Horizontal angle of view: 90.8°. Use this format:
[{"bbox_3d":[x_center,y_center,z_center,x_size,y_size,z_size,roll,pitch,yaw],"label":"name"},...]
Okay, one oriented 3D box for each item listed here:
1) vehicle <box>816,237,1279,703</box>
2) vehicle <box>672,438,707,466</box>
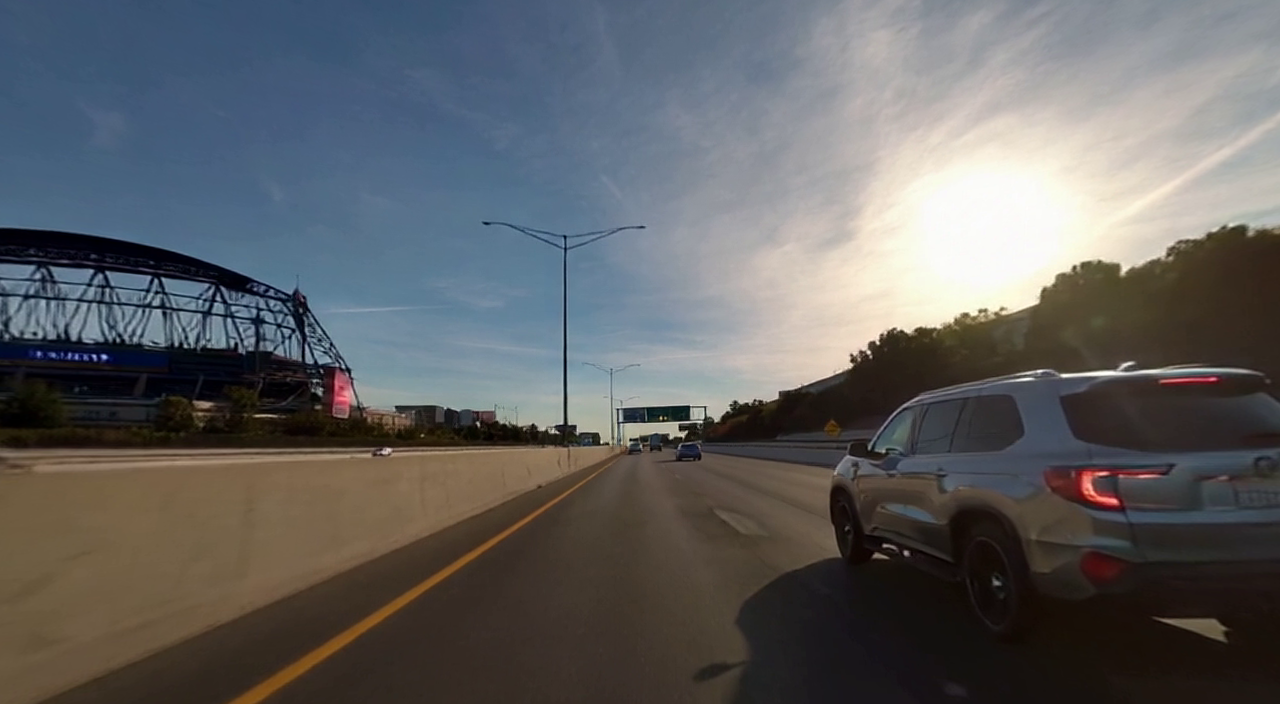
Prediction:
[{"bbox_3d":[3.060,0.990,4.347,2.199,2.002,4.970,0,-9,0],"label":"vehicle"},{"bbox_3d":[3.282,6.771,42.756,1.973,1.774,4.092,0,-9,-1],"label":"vehicle"}]
